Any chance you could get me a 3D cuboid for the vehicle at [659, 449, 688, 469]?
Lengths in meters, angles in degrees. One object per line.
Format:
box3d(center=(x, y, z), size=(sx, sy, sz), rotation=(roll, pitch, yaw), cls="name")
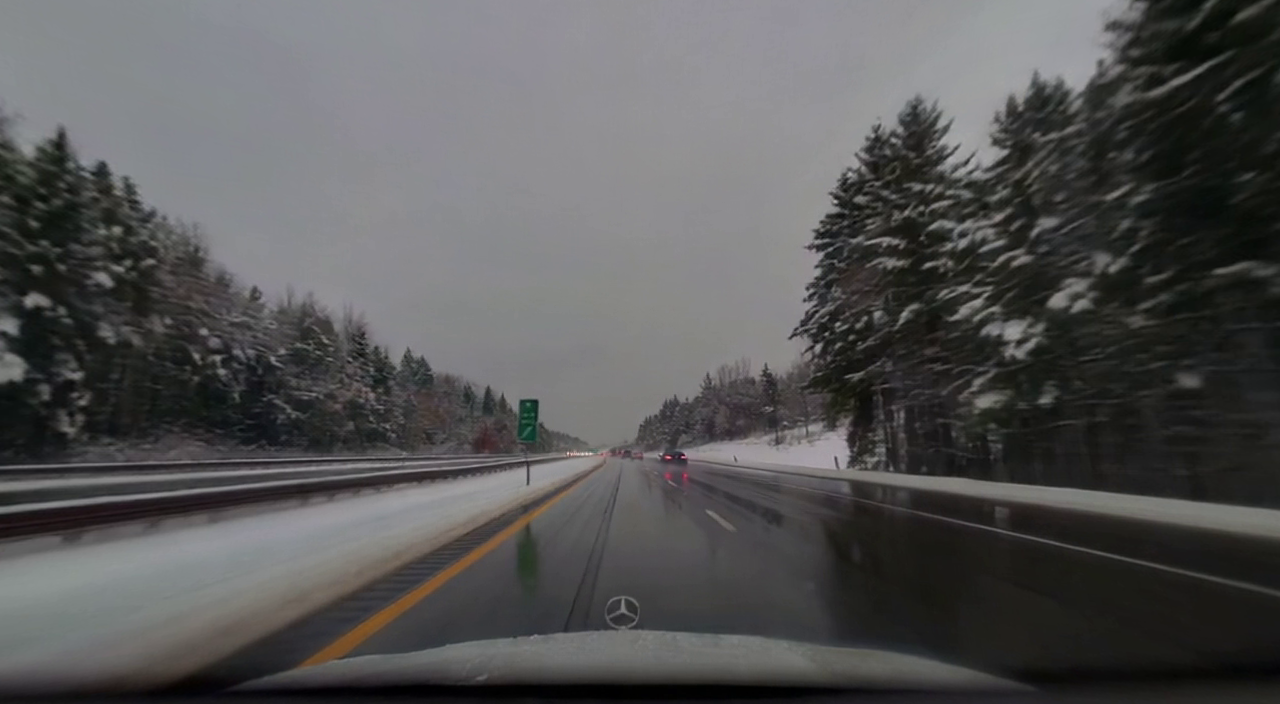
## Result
box3d(center=(2.589, 8.357, 49.393), size=(1.870, 1.486, 3.858), rotation=(0, -9, -3), cls="vehicle")
